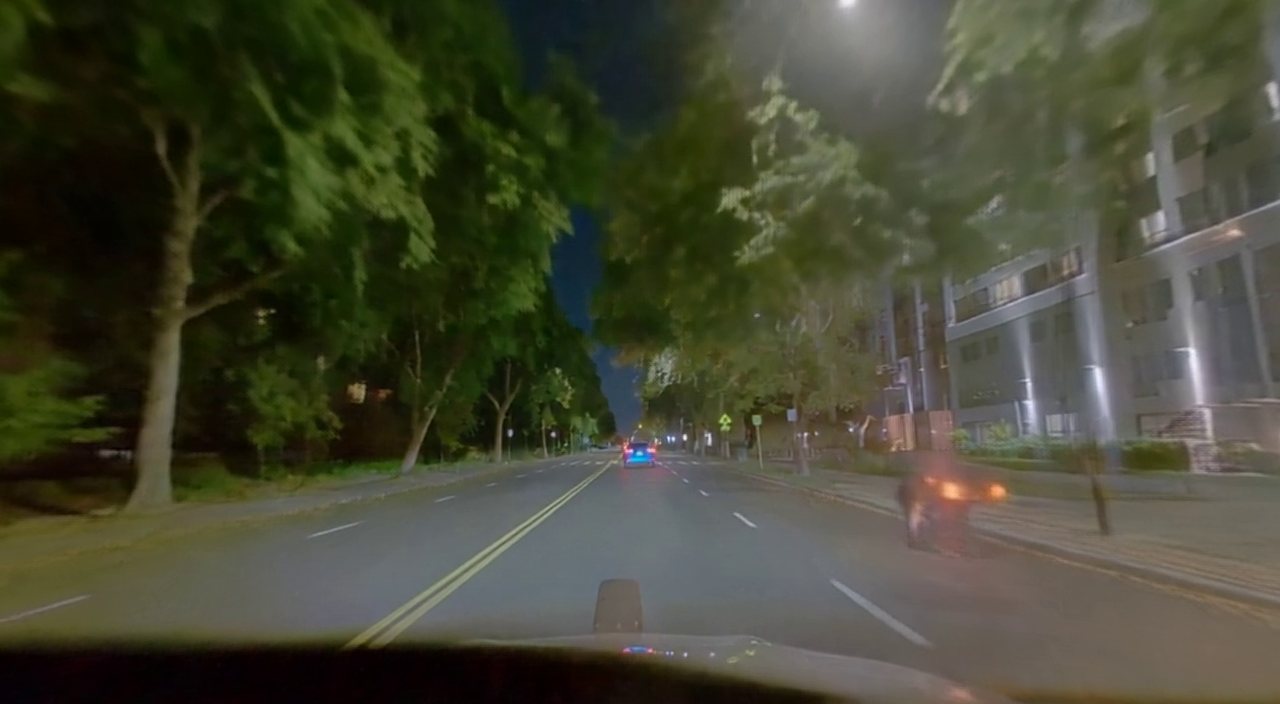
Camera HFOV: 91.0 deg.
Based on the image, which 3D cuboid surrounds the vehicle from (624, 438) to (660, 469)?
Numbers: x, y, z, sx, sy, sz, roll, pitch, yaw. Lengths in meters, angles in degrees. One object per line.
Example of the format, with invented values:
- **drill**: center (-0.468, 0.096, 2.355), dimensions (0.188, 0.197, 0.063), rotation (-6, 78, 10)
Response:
- **vehicle**: center (0.142, 5.868, 36.667), dimensions (1.981, 1.703, 3.691), rotation (0, -8, 0)
